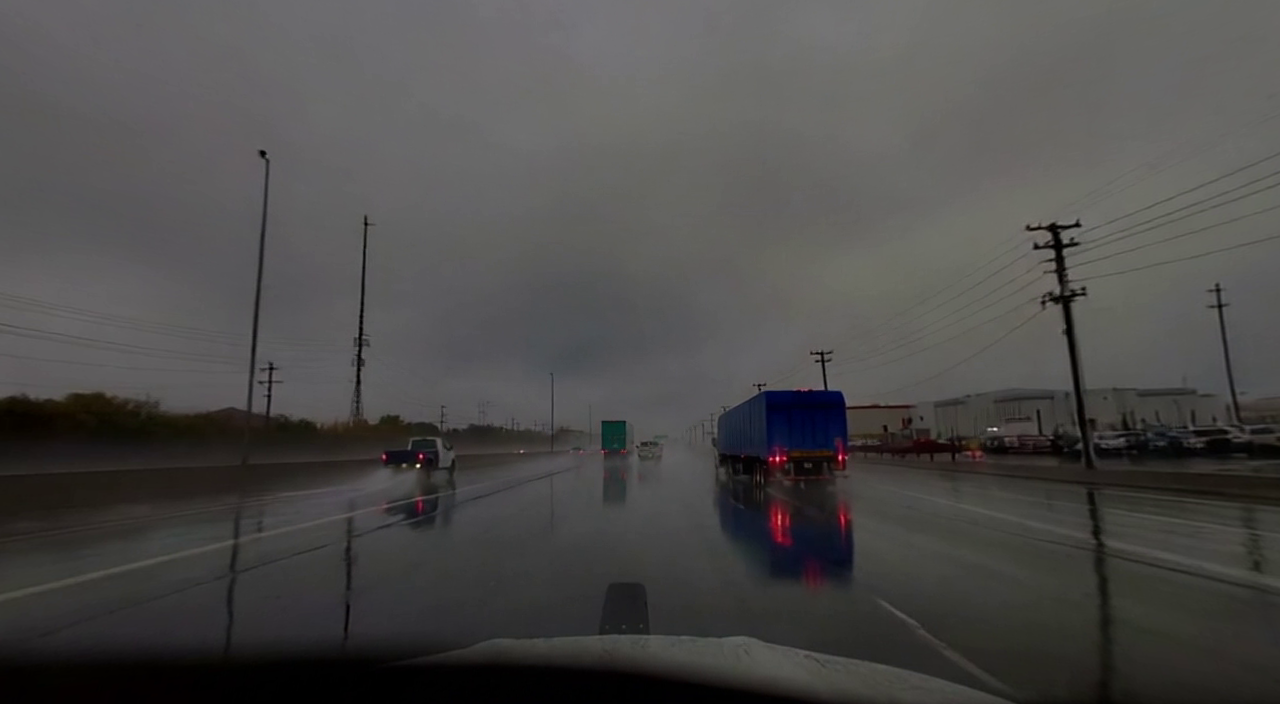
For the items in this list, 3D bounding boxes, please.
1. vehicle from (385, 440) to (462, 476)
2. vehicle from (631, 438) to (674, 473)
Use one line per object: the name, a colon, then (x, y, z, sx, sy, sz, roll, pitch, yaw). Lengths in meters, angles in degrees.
vehicle: (-10.839, 5.327, 31.982, 2.097, 1.673, 4.730, 0, -8, 2)
vehicle: (0.664, 5.767, 35.451, 2.279, 1.837, 4.747, 0, -8, 0)
